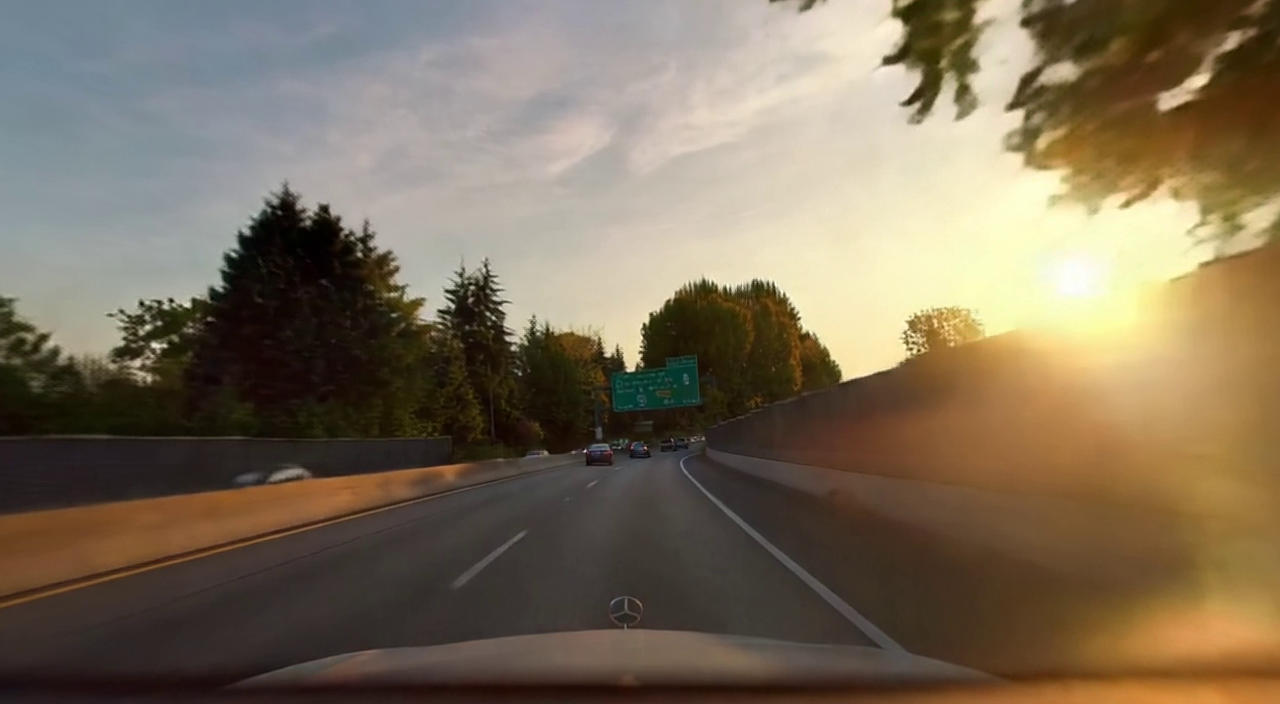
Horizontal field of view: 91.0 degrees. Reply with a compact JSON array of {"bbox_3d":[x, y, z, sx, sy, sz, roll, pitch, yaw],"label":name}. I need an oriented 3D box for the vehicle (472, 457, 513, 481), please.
[{"bbox_3d":[-9.971,7.933,42.816,1.758,1.406,4.118,0,-8,1],"label":"vehicle"}]

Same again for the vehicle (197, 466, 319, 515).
[{"bbox_3d":[-14.110,5.120,23.604,1.756,1.469,4.394,0,-8,1],"label":"vehicle"}]

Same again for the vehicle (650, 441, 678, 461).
[{"bbox_3d":[1.953,7.824,49.808,2.077,1.533,3.854,-1,-8,3],"label":"vehicle"}]

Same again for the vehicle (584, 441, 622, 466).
[{"bbox_3d":[-2.334,6.581,41.120,1.985,1.518,3.847,-1,-8,4],"label":"vehicle"}]
